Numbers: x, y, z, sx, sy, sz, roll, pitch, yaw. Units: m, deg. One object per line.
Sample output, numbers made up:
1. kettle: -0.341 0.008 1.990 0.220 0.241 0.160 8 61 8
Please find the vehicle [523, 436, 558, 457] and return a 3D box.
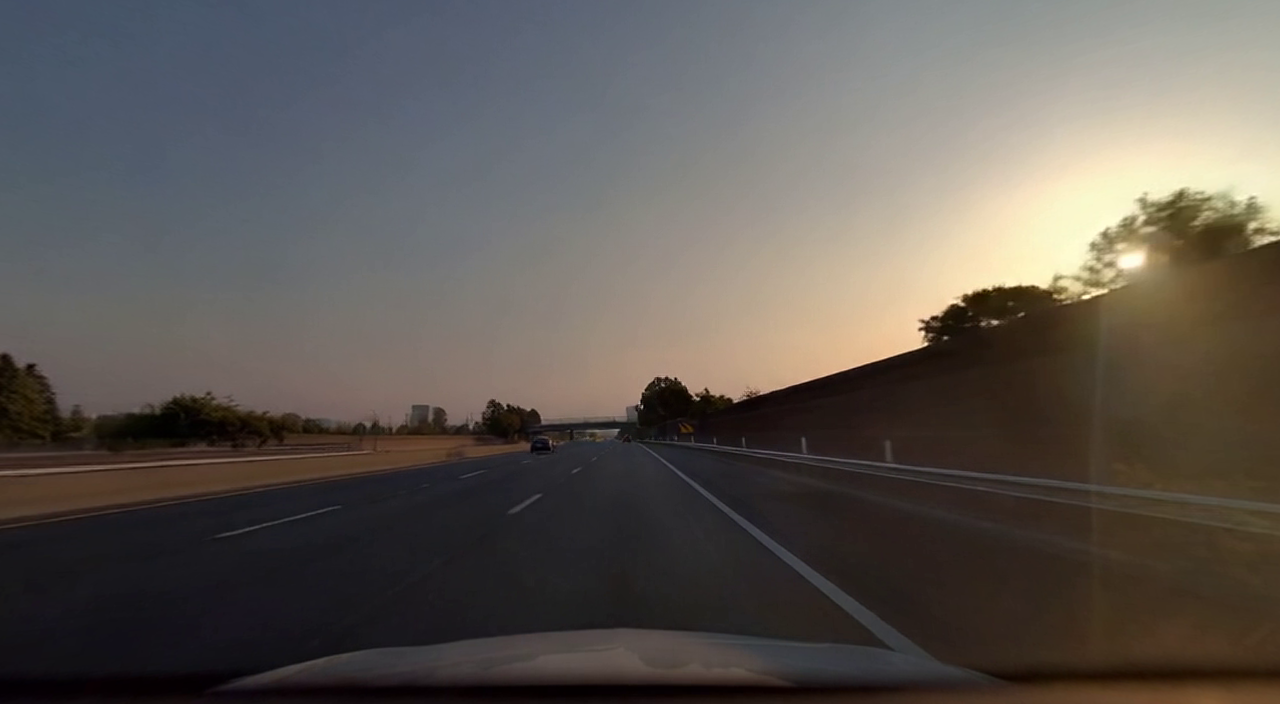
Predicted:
1. vehicle: -7.298 6.961 46.476 1.989 1.473 4.345 0 -8 -1
